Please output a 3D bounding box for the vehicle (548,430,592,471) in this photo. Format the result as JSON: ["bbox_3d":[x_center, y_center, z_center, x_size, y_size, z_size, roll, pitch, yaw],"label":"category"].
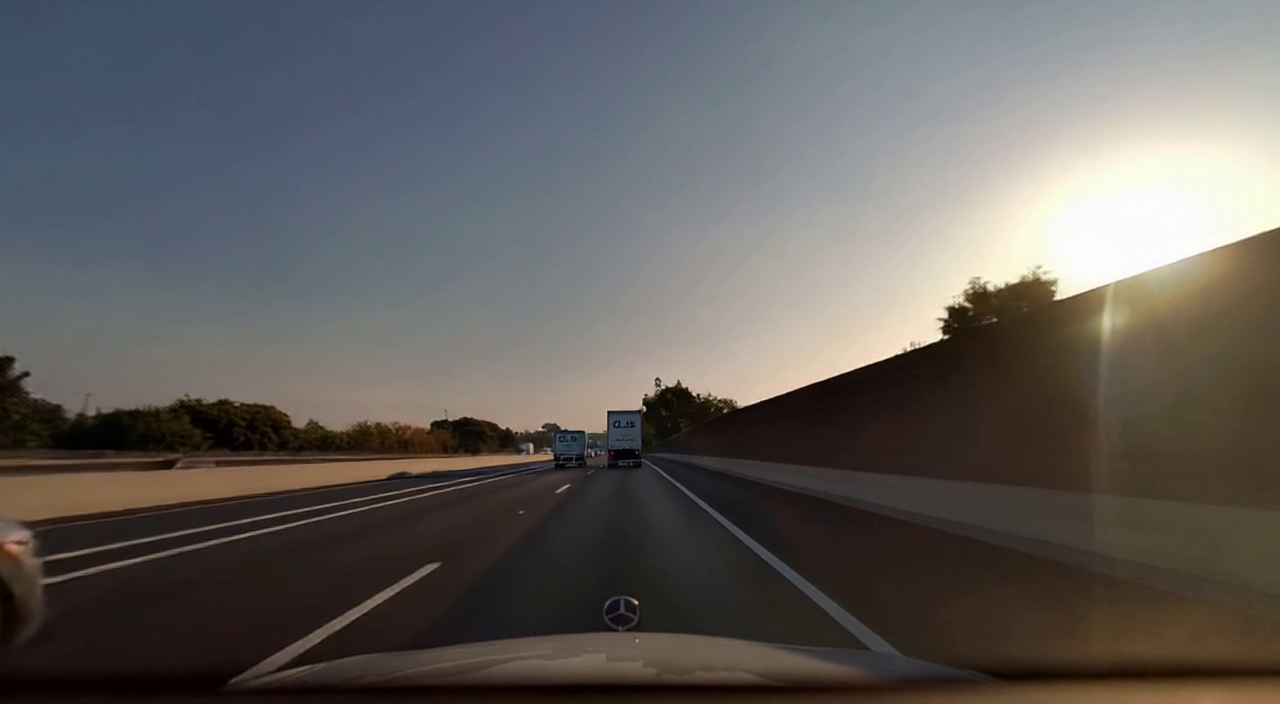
[{"bbox_3d":[-4.914,7.037,45.023,2.529,2.697,5.935,0,-9,-1],"label":"vehicle"}]

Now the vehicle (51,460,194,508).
[{"bbox_3d":[-17.766,4.505,21.851,1.756,1.446,3.768,0,-9,-1],"label":"vehicle"}]

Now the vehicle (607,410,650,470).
[{"bbox_3d":[-0.886,6.656,47.018,2.923,4.007,9.760,0,-9,-1],"label":"vehicle"}]
